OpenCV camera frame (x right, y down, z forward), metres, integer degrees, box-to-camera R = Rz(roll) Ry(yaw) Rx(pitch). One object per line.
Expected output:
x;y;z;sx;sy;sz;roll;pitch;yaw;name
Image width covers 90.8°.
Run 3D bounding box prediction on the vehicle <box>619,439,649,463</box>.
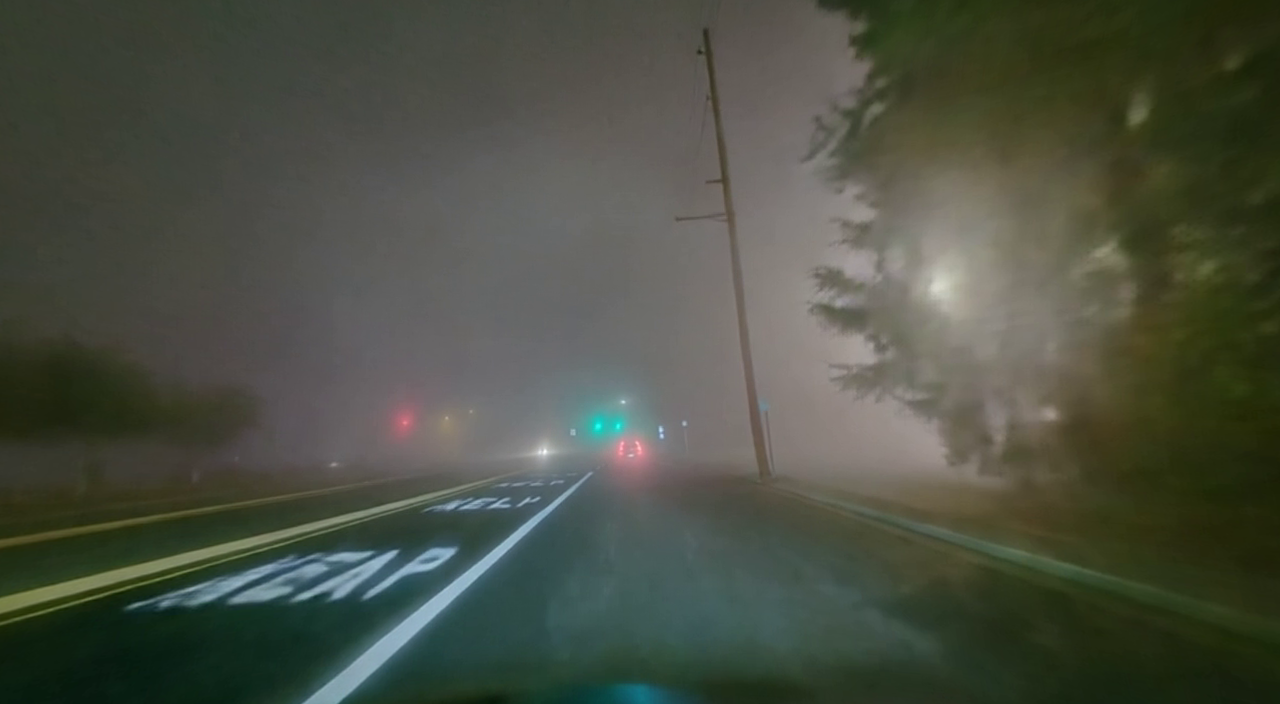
-0.409;7.043;45.154;2.045;1.613;4.210;0;-8;-1;vehicle
